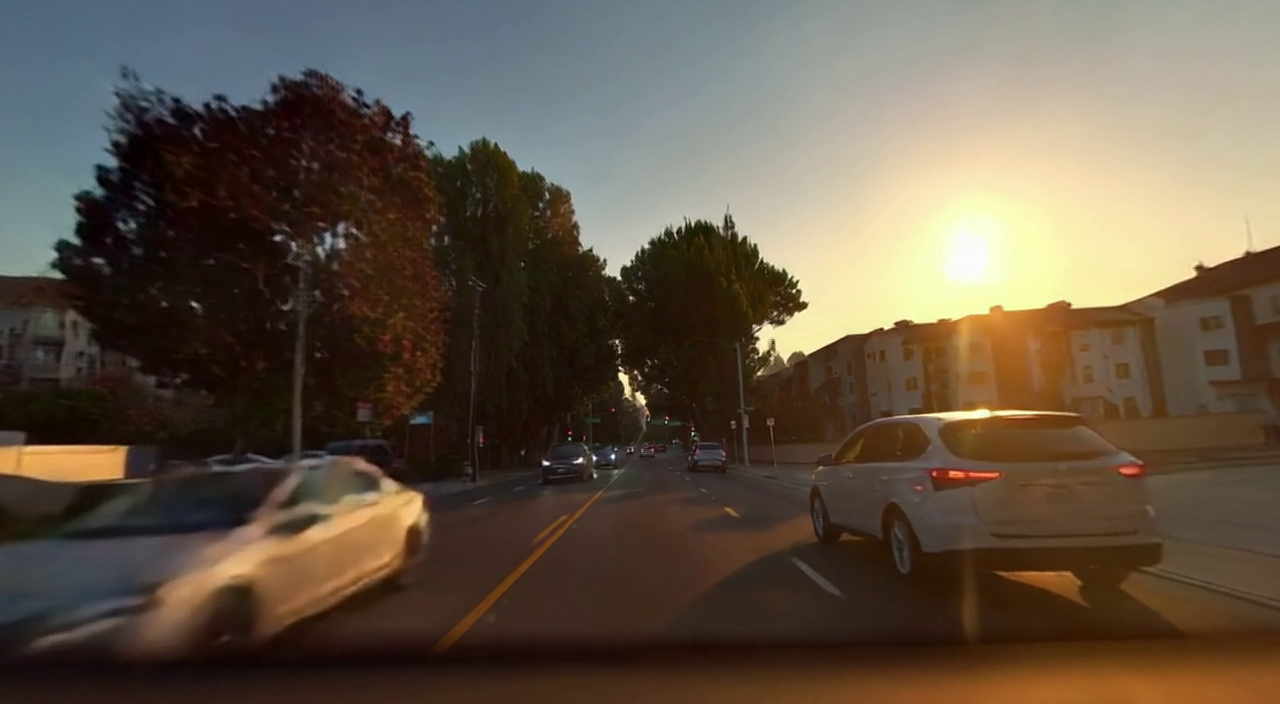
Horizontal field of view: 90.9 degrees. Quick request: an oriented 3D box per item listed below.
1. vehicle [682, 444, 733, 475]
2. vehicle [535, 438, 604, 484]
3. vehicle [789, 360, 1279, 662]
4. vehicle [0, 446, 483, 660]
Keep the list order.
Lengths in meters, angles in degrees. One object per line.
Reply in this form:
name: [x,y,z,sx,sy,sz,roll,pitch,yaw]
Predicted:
vehicle: [3.449,5.622,33.167,2.072,1.471,4.834,0,-9,-1]
vehicle: [-3.136,5.079,29.707,2.304,1.886,6.516,0,-9,2]
vehicle: [3.305,1.364,6.540,2.251,1.861,5.144,0,-9,0]
vehicle: [-3.316,1.711,6.540,2.133,1.439,4.280,0,-9,2]
